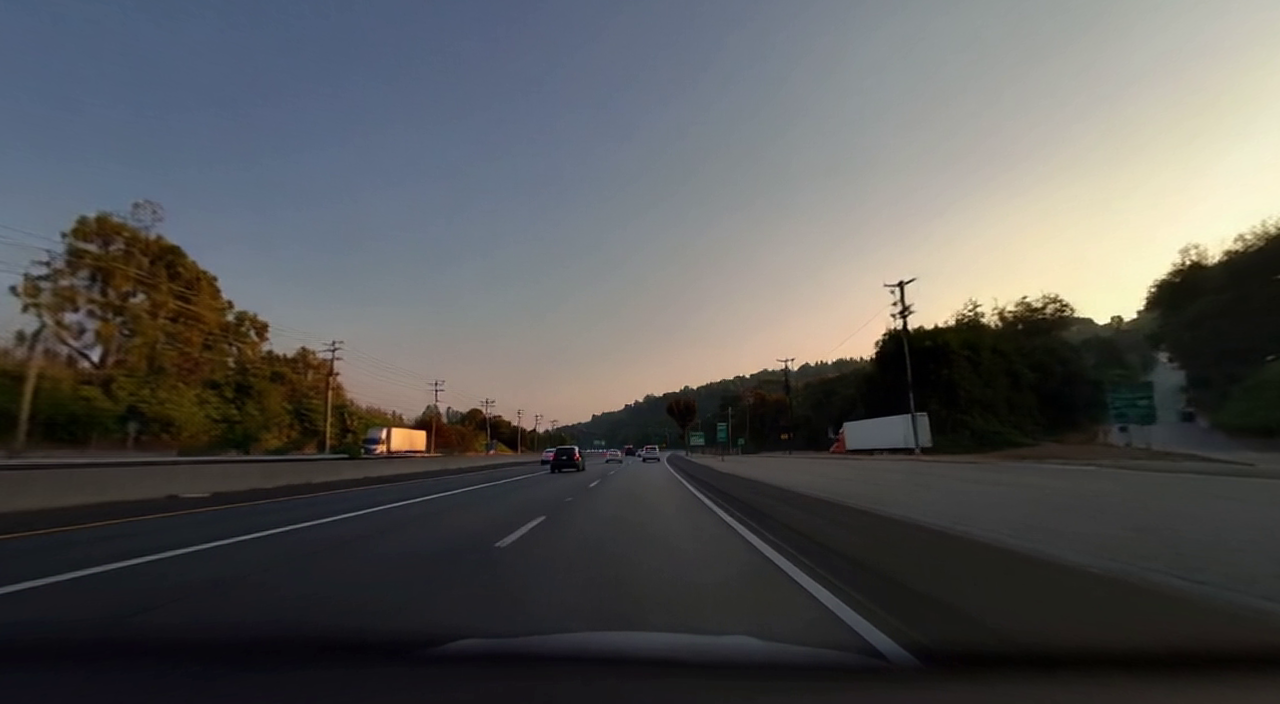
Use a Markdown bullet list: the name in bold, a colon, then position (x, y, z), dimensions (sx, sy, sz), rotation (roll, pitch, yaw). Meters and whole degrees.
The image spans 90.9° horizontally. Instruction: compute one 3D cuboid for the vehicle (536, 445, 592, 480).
- **vehicle**: position (-3.820, 5.669, 32.616), dimensions (2.263, 1.696, 4.321), rotation (0, -9, 2)
